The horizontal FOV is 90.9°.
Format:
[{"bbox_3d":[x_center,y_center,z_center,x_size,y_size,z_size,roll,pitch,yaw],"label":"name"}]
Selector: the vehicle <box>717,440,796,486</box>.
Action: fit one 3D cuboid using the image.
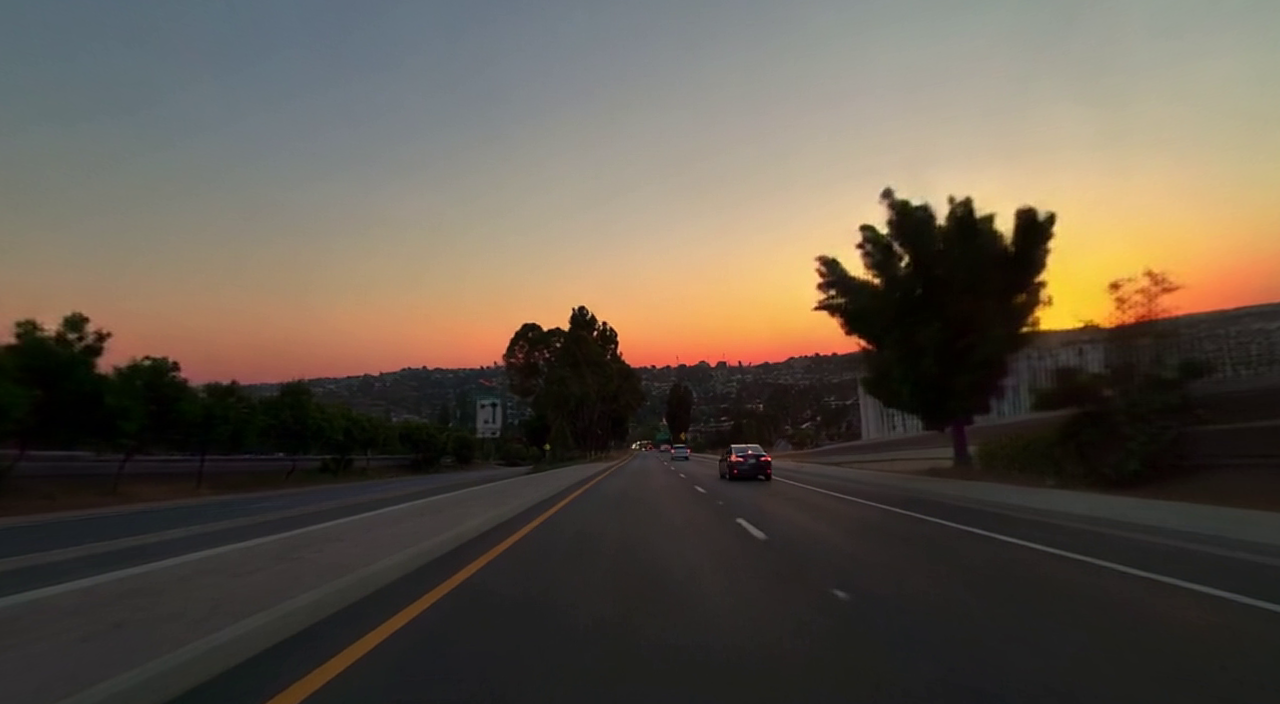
[{"bbox_3d":[4.198,4.086,23.538,2.042,1.518,4.477,0,-8,-1],"label":"vehicle"}]
